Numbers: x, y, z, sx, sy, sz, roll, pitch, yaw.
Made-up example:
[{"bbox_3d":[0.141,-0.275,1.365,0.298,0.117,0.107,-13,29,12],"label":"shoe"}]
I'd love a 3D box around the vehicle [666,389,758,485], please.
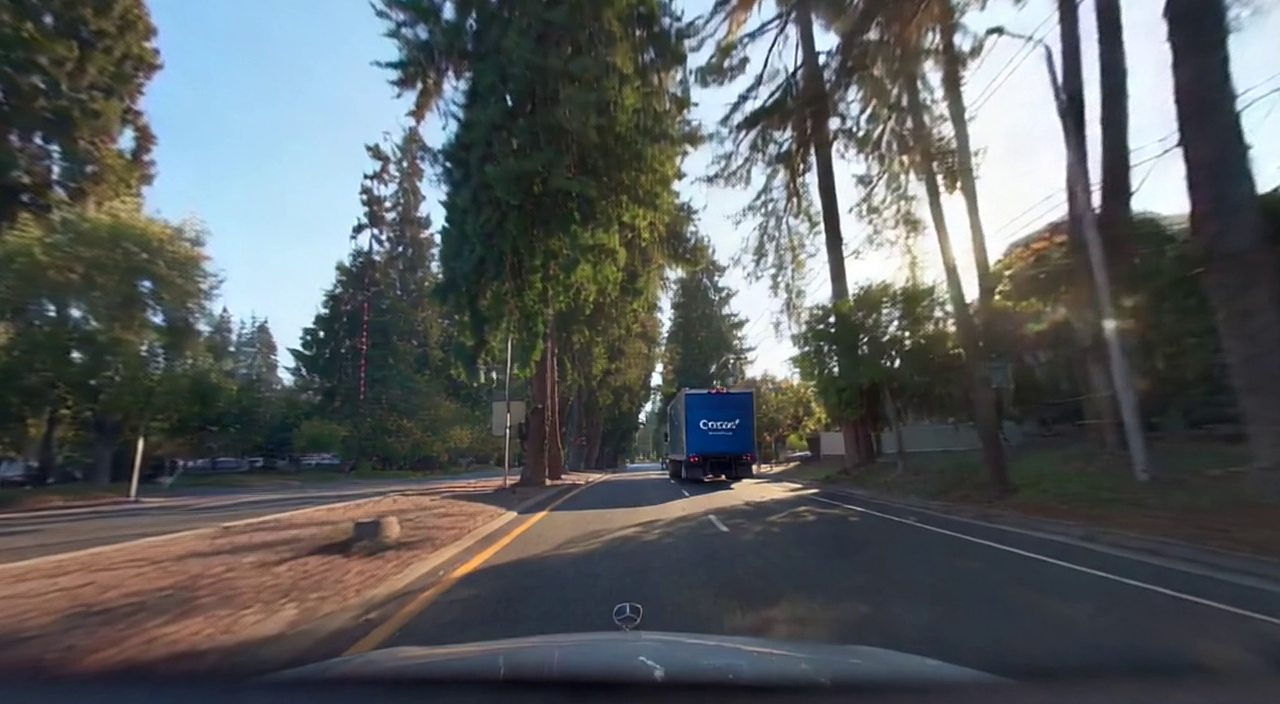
[{"bbox_3d":[3.055,4.097,29.853,2.973,3.848,9.336,0,-9,-2],"label":"vehicle"}]
